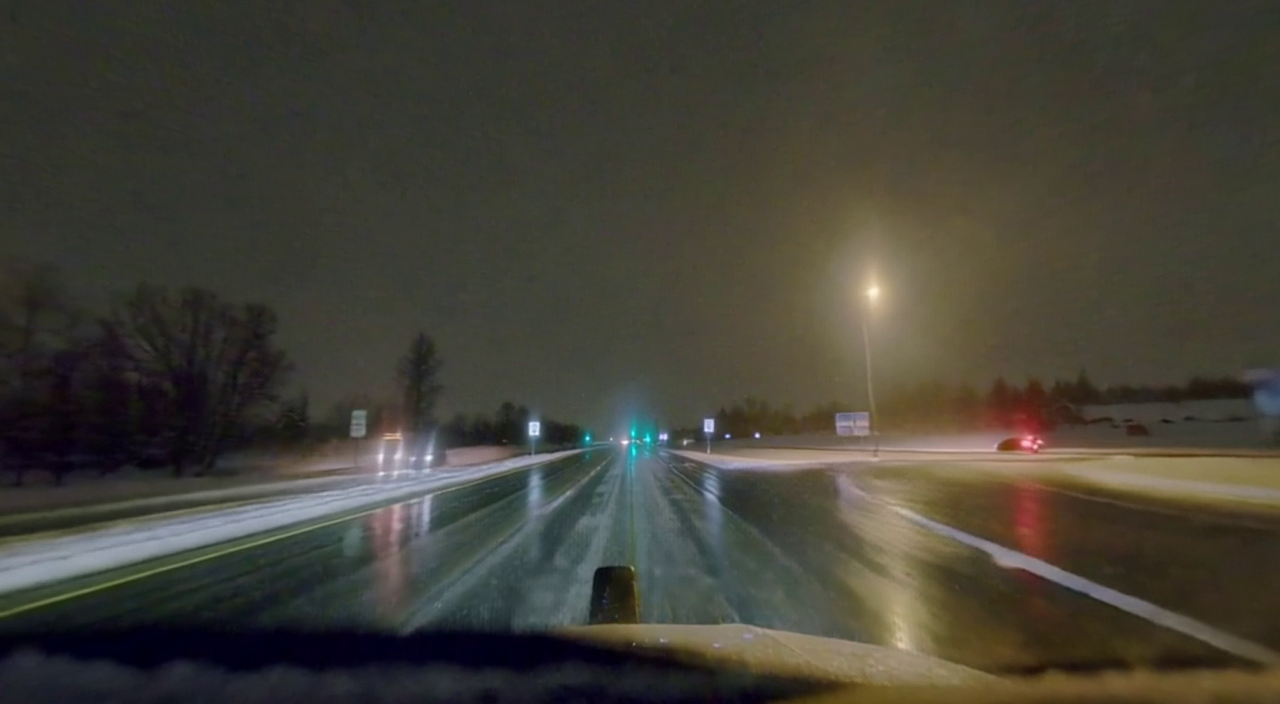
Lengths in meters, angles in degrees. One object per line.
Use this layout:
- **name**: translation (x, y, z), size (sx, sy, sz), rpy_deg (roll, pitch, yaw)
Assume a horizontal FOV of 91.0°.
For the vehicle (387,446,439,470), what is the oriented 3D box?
- **vehicle**: translation (-15.561, 7.286, 43.426), size (1.956, 1.471, 4.552), rpy_deg (-1, -8, 0)
